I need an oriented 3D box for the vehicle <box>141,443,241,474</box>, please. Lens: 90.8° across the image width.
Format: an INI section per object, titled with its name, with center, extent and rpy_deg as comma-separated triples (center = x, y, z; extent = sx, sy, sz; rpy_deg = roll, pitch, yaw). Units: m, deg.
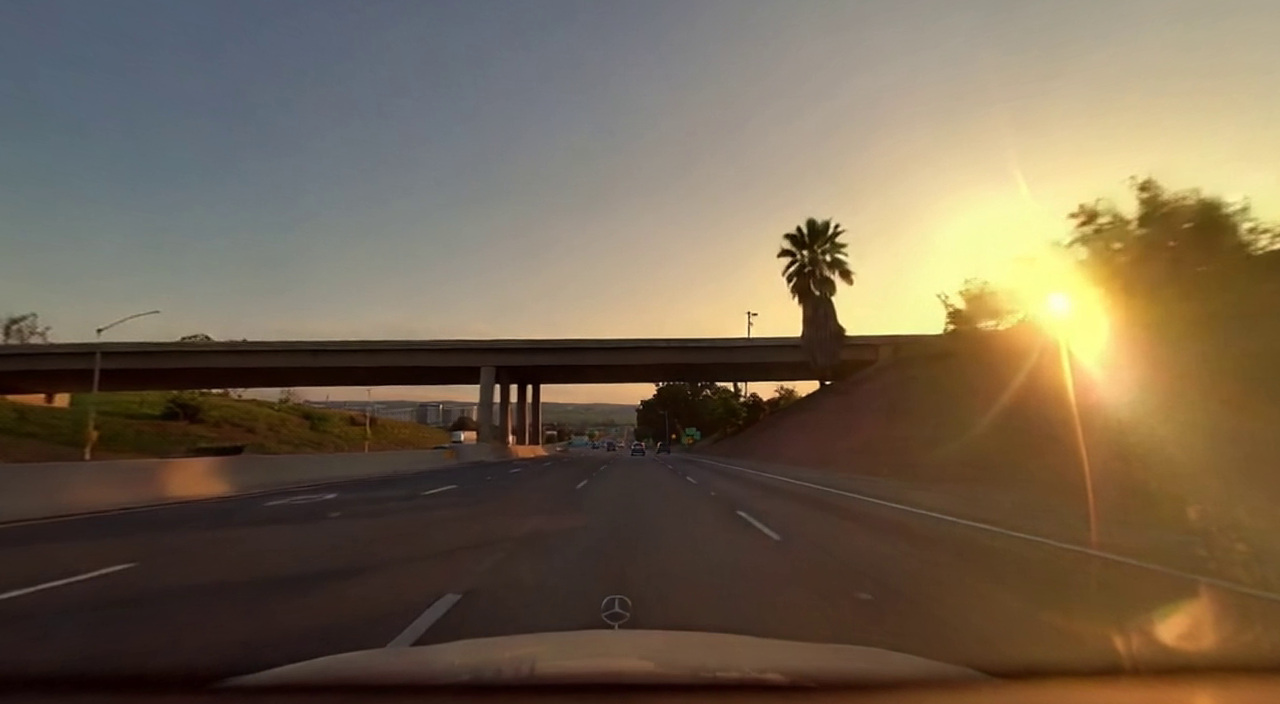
[vehicle]
center = -25.314, 5.982, 35.869
extent = 2.291, 1.600, 4.605
rpy_deg = 0, -8, 0
